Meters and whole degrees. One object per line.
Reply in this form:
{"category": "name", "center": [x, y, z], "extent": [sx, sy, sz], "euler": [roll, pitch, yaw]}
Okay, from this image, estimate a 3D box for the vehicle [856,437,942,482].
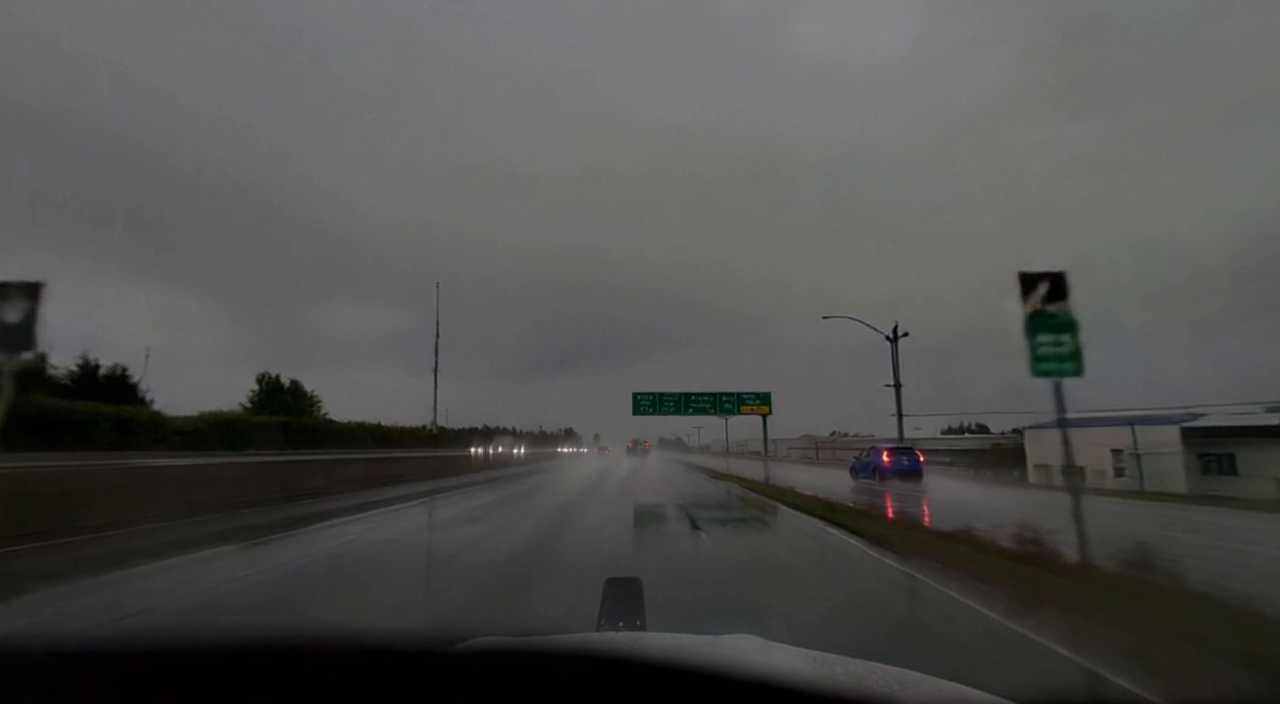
{"category": "vehicle", "center": [14.627, 6.105, 36.108], "extent": [2.411, 2.326, 5.300], "euler": [0, -9, -3]}
